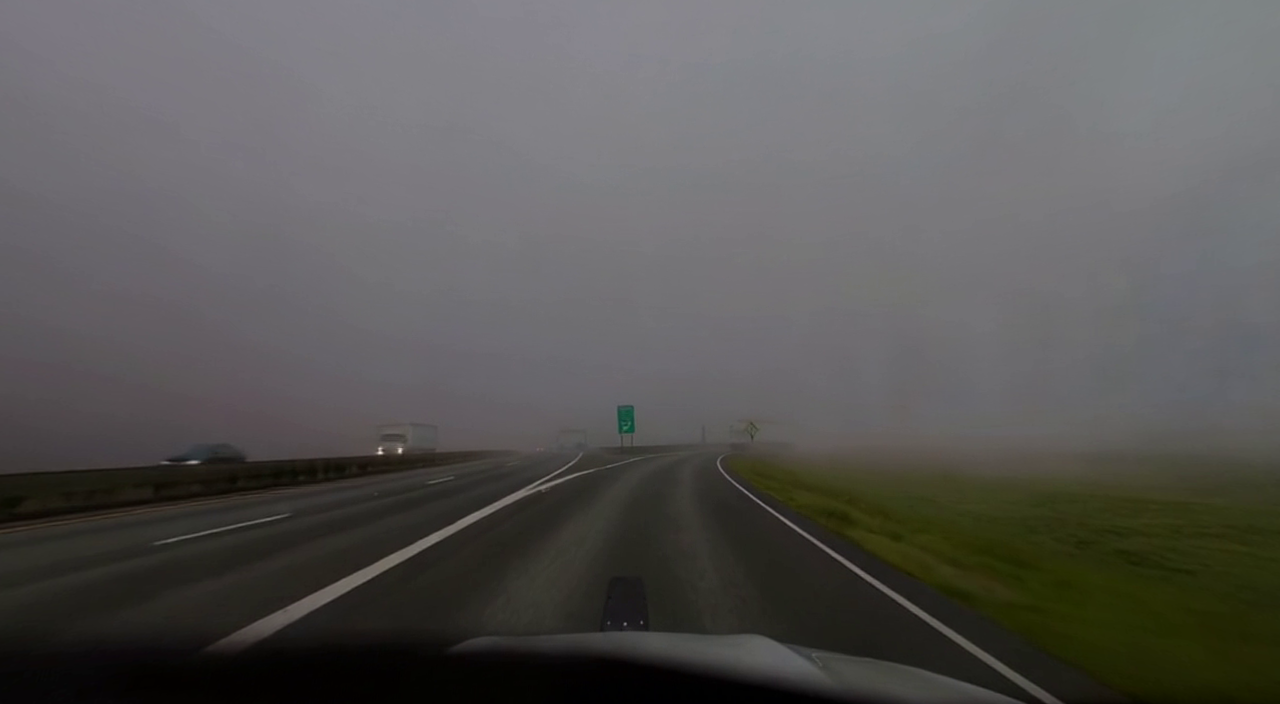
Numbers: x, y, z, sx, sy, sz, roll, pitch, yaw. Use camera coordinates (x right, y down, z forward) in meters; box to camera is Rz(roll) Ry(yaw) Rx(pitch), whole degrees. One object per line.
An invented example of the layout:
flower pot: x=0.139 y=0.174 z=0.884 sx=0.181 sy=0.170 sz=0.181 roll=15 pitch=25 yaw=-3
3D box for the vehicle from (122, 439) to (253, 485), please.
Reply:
vehicle: x=-17.721 y=4.319 z=24.925 sx=1.926 sy=1.617 sz=4.566 roll=0 pitch=-9 yaw=-2
